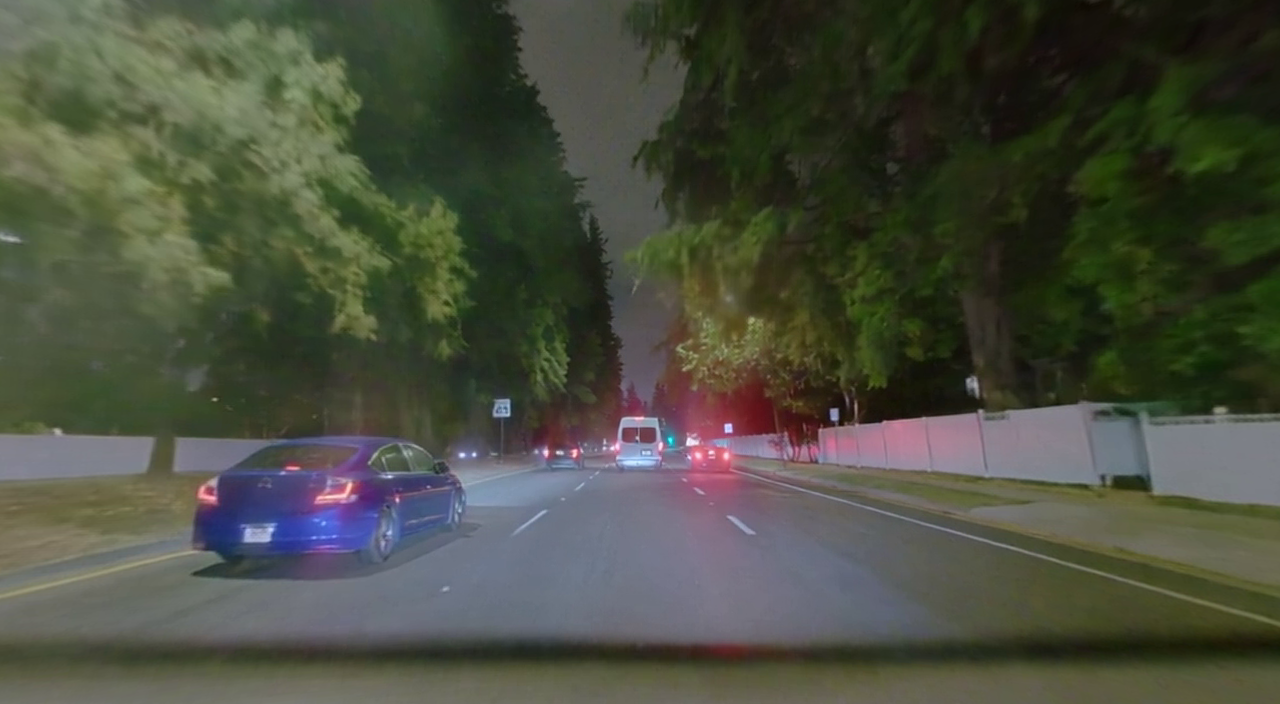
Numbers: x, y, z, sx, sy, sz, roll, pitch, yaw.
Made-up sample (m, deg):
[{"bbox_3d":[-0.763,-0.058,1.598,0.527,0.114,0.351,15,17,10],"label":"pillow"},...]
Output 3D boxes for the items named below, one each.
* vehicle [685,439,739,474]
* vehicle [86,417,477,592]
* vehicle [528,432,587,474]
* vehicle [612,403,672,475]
[{"bbox_3d":[3.259,4.823,29.291,1.945,1.469,4.258,0,-8,-1],"label":"vehicle"},{"bbox_3d":[-3.675,1.633,7.737,2.036,1.474,4.647,0,-8,0],"label":"vehicle"},{"bbox_3d":[-3.593,4.503,28.242,2.021,1.715,4.329,0,-8,1],"label":"vehicle"},{"bbox_3d":[-0.010,3.763,27.090,2.311,2.726,5.814,1,-8,-2],"label":"vehicle"}]
